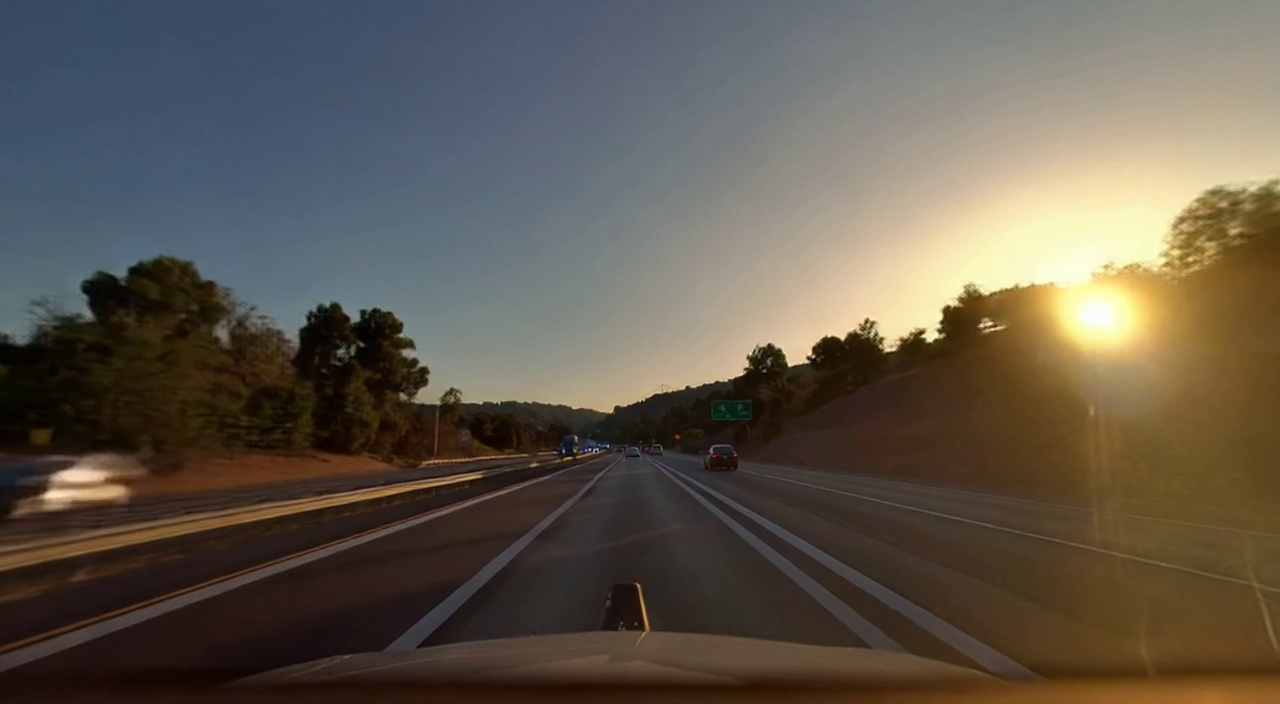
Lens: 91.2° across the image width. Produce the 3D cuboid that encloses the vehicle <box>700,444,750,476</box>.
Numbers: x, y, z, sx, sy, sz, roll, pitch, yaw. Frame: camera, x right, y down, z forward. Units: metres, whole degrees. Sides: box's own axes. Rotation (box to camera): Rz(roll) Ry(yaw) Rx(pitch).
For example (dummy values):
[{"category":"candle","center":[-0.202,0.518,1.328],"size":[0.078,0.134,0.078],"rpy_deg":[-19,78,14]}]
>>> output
[{"category":"vehicle","center":[4.213,5.399,31.549],"size":[1.917,1.488,3.693],"rpy_deg":[0,-9,-1]}]
